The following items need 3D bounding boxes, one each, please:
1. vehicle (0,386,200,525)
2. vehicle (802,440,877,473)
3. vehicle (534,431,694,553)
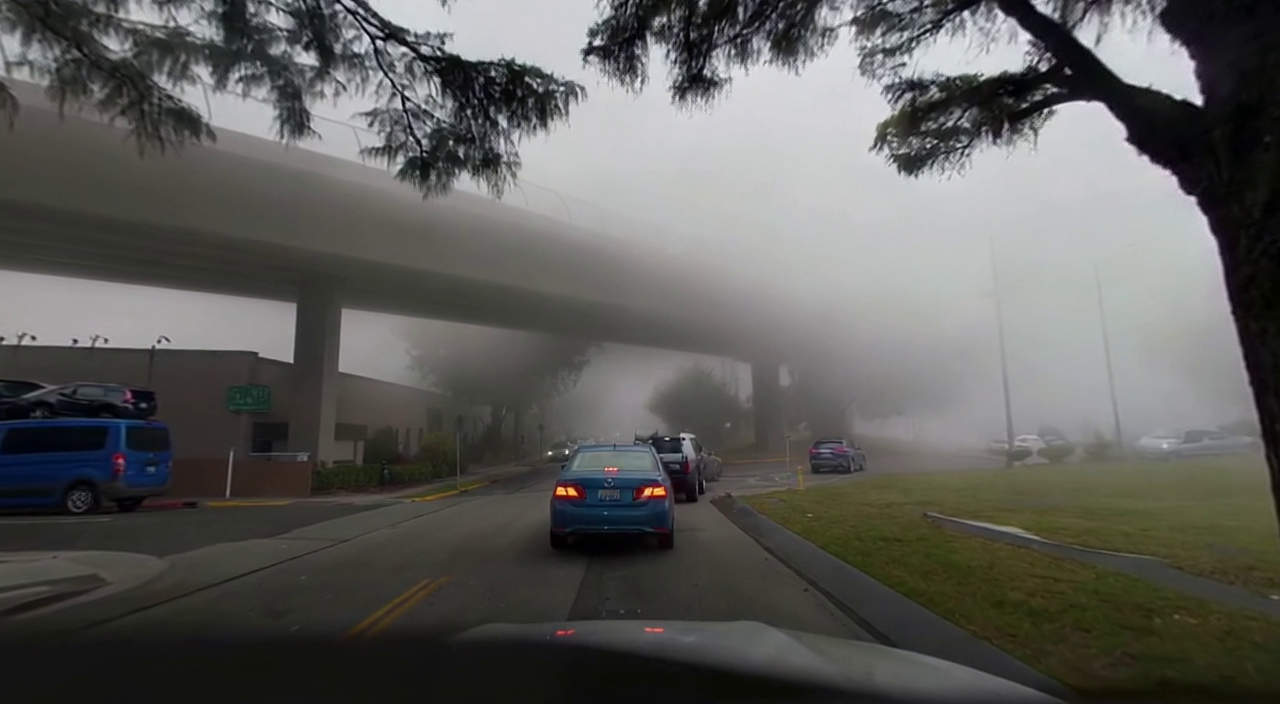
[{"bbox_3d":[-13.546,2.279,14.092,5.356,2.762,2.644,0,-9,1],"label":"vehicle"},{"bbox_3d":[11.774,6.115,37.257,4.425,1.828,2.032,7,-11,-38],"label":"vehicle"},{"bbox_3d":[-0.277,2.190,10.666,2.087,1.578,4.652,0,-8,2],"label":"vehicle"}]
